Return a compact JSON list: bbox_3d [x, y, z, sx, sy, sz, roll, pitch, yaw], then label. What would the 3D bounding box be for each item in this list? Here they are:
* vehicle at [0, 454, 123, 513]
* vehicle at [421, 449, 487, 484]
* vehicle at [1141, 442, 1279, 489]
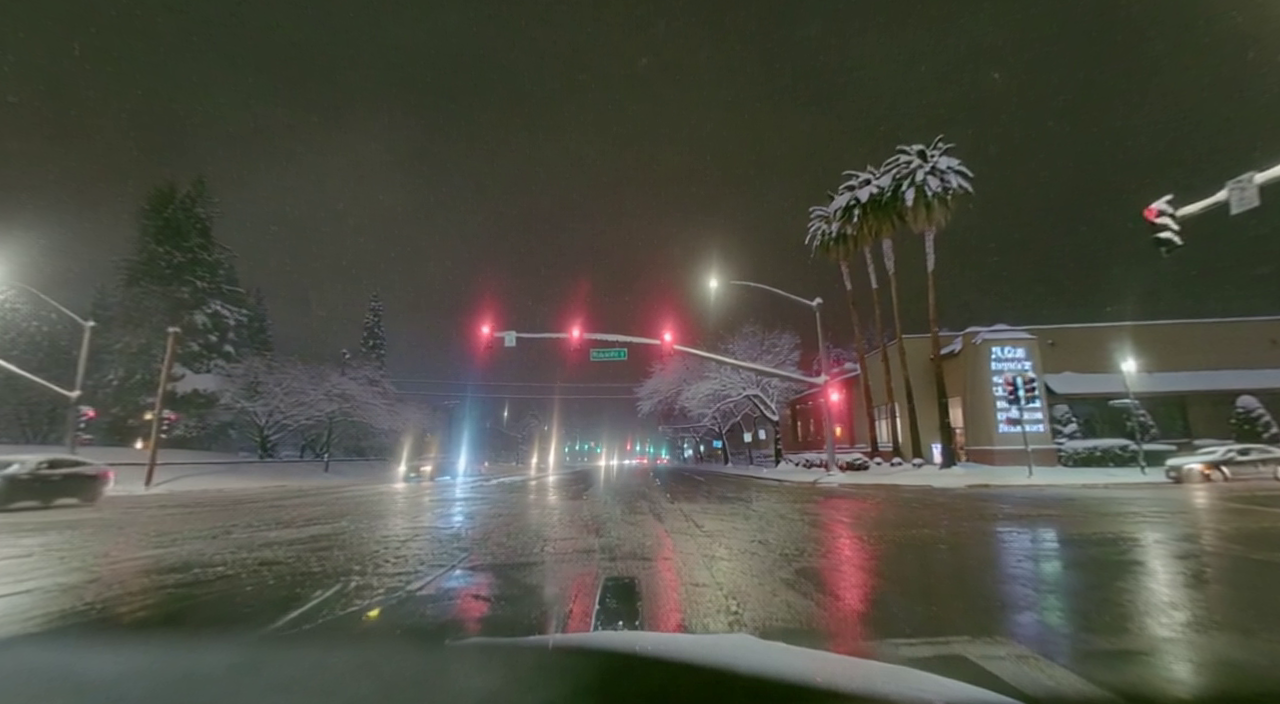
[{"bbox_3d":[-17.614,3.662,17.849,1.874,1.467,4.768,0,-9,1],"label":"vehicle"},{"bbox_3d":[-9.647,5.960,33.224,2.074,1.681,4.417,0,-9,0],"label":"vehicle"},{"bbox_3d":[22.267,4.289,24.000,4.533,1.676,2.236,0,-9,-1],"label":"vehicle"}]
